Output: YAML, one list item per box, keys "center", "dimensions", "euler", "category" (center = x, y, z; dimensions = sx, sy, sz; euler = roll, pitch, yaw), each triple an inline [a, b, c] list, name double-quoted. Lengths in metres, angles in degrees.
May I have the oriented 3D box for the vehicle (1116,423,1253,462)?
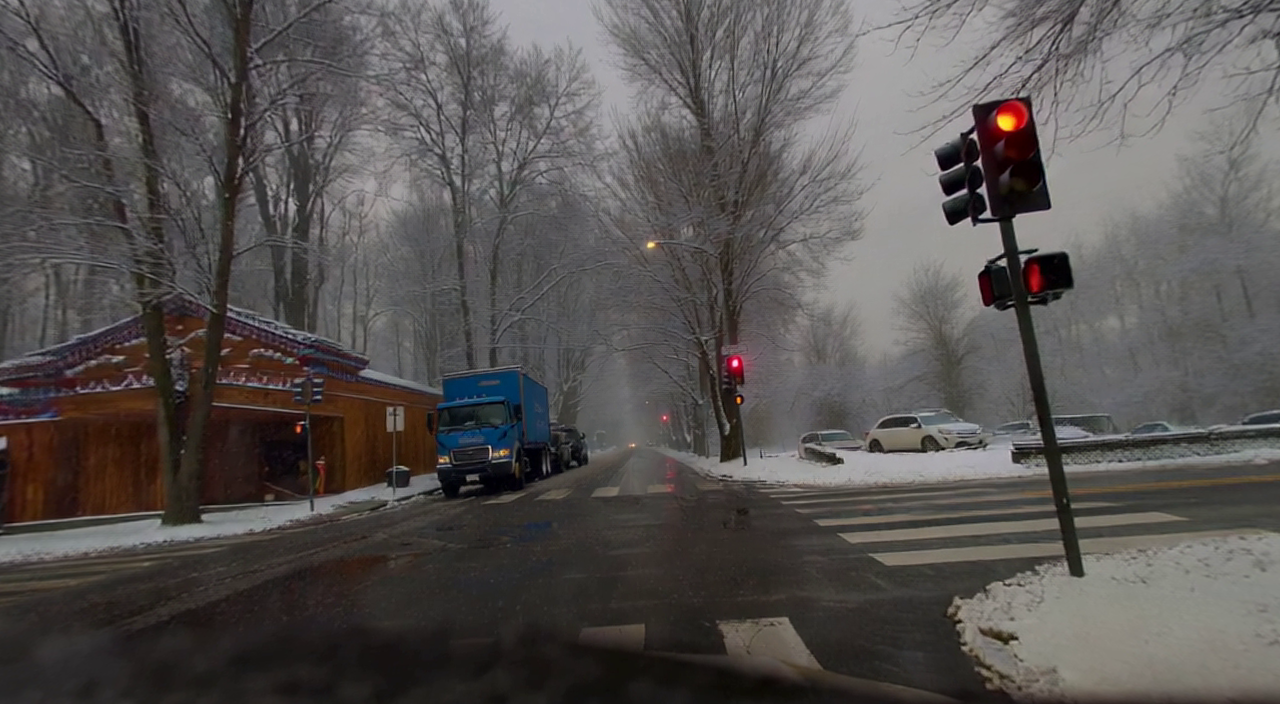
- center: [24.948, 4.160, 29.021]
  dimensions: [4.268, 1.695, 2.053]
  euler: [0, -8, 3]
  category: "vehicle"

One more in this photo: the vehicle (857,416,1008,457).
- center: [10.726, 3.142, 23.415]
  dimensions: [4.643, 1.456, 1.820]
  euler: [-1, -8, 5]
  category: "vehicle"

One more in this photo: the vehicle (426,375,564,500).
- center: [-5.723, 3.695, 27.145]
  dimensions: [3.113, 4.041, 10.284]
  euler: [-6, -8, 0]
  category: "vehicle"
